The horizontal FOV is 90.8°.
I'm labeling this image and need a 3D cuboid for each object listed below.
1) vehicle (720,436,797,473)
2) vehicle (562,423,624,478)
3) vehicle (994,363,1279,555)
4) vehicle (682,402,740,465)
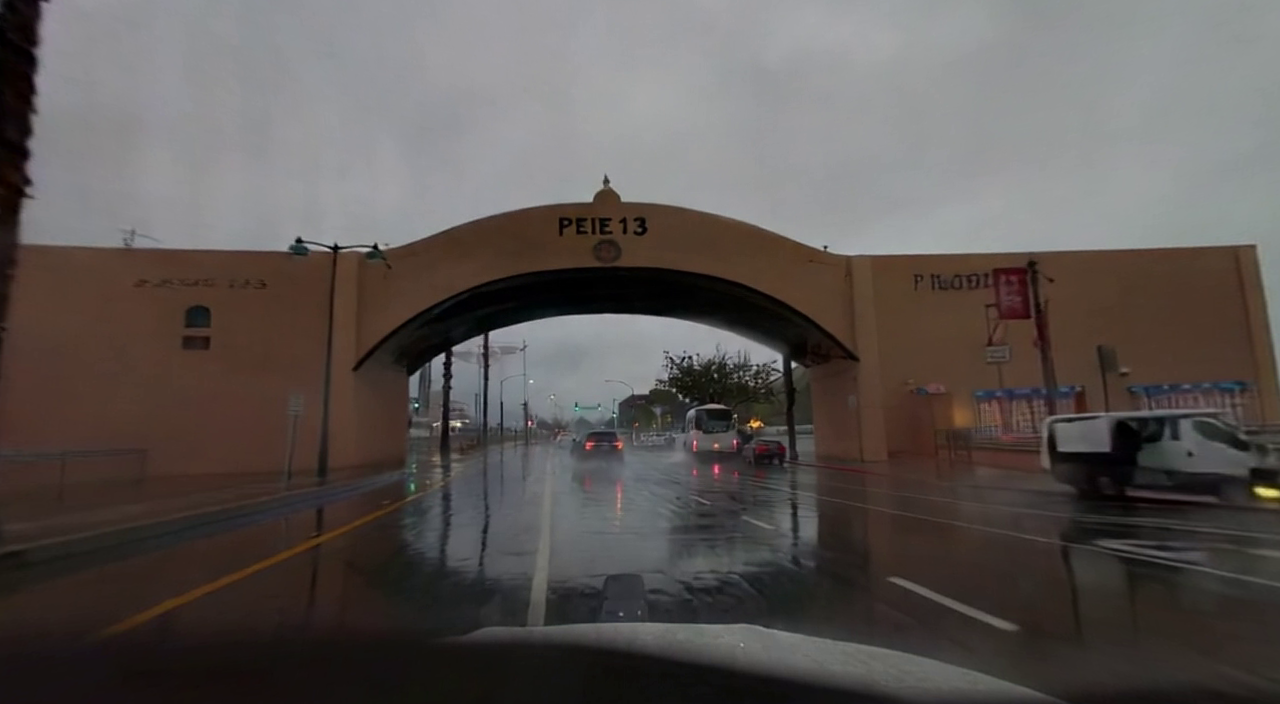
[{"bbox_3d":[5.057,4.470,27.768,2.015,1.486,4.501,1,-9,-7],"label":"vehicle"},{"bbox_3d":[-2.139,4.130,26.768,2.284,2.010,6.670,1,-9,-7],"label":"vehicle"},{"bbox_3d":[7.858,1.389,8.431,2.417,2.030,5.711,1,-9,-7],"label":"vehicle"},{"bbox_3d":[4.053,4.789,36.923,2.821,3.470,3.590,0,-9,-1],"label":"vehicle"}]
